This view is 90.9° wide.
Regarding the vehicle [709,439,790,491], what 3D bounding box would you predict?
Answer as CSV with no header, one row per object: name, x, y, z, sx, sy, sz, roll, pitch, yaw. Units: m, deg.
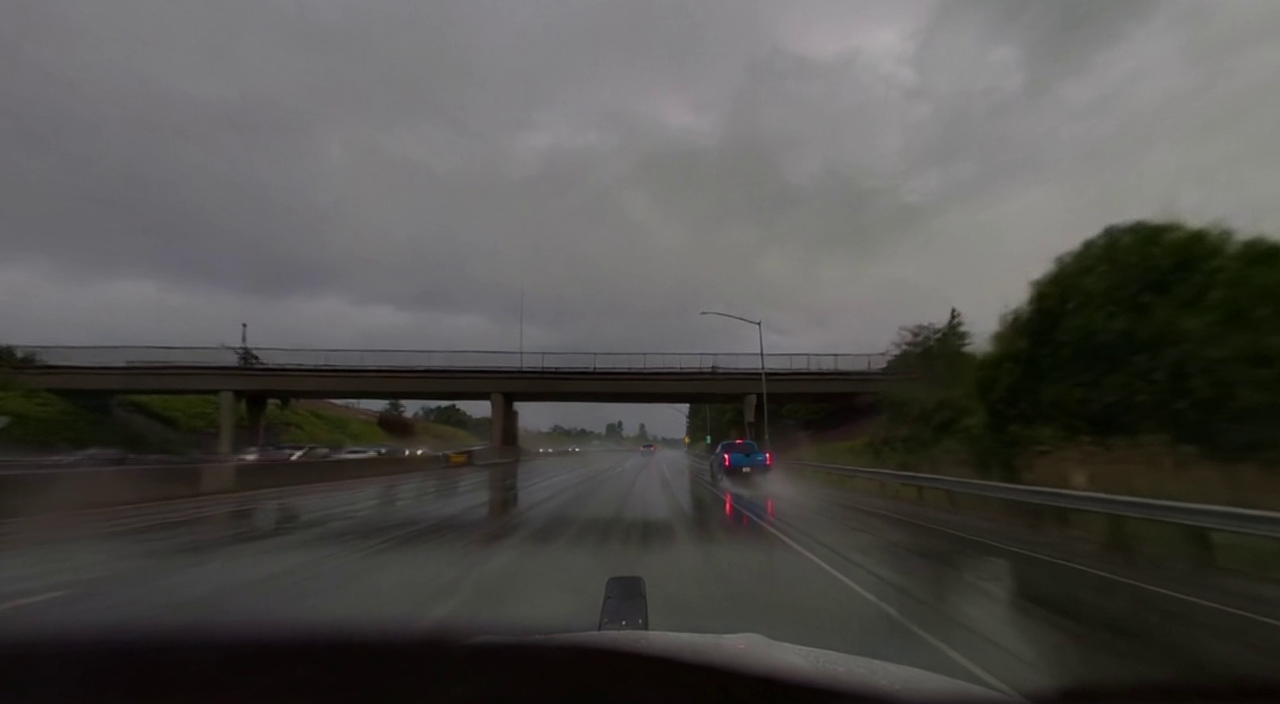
vehicle,3.767,3.966,22.603,2.010,1.637,4.940,0,-8,0

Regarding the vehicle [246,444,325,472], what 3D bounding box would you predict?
vehicle,-20.132,6.019,36.085,1.871,1.482,4.368,0,-8,2

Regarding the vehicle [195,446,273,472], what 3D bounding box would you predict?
vehicle,-23.748,6.246,37.061,1.682,1.398,4.233,0,-8,1

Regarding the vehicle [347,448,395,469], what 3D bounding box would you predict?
vehicle,-19.730,7.811,46.378,1.788,1.380,3.674,0,-8,3

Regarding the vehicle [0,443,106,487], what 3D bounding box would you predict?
vehicle,-21.061,3.881,22.002,1.656,1.407,3.479,0,-8,2
